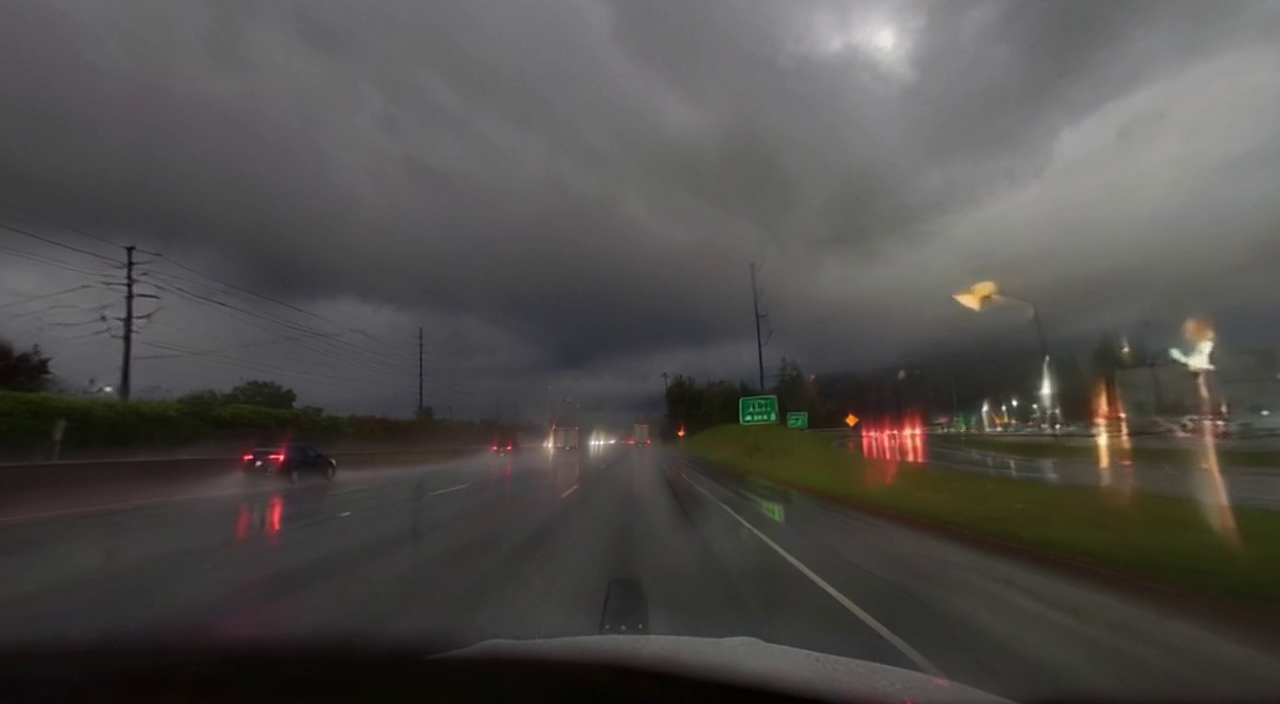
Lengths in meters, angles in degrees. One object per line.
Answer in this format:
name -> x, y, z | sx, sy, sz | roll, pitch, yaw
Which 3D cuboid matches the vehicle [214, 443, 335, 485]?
vehicle -> -14.005, 4.275, 24.530 | 1.988, 1.477, 4.442 | 0, -8, 0
